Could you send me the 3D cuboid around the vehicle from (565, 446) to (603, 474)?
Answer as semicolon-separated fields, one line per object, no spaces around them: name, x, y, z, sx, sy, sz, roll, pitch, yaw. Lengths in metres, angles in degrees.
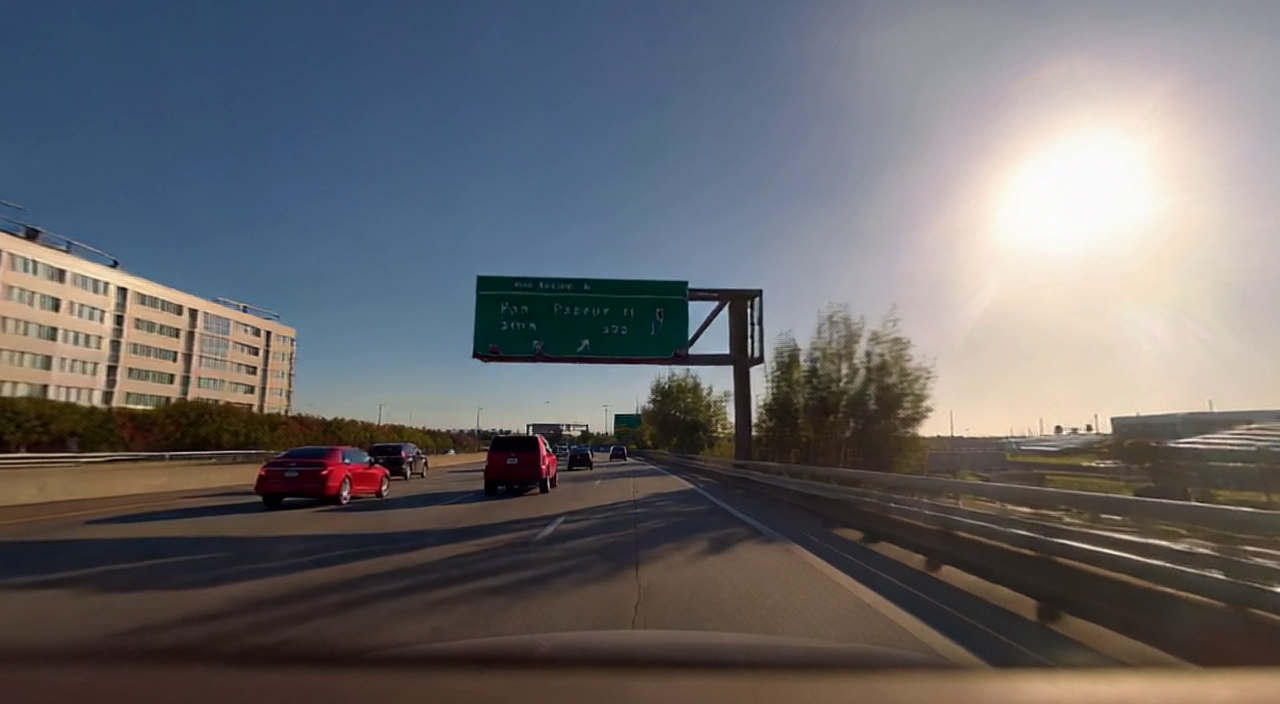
vehicle;-3.341;6.482;38.063;1.955;1.614;3.817;0;-8;0

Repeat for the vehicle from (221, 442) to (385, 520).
vehicle;-7.391;2.816;14.254;1.796;1.509;3.393;0;-8;0

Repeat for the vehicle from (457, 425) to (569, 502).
vehicle;-3.635;3.313;19.243;2.301;1.985;5.247;0;-8;1
